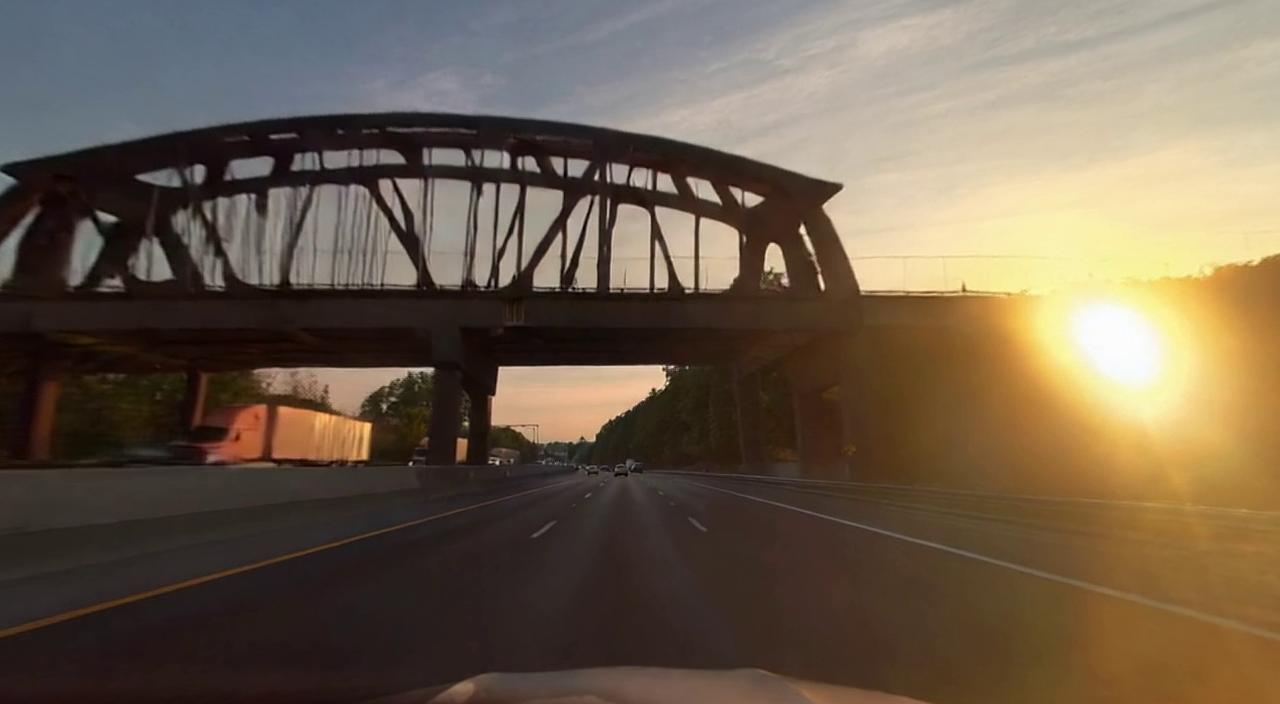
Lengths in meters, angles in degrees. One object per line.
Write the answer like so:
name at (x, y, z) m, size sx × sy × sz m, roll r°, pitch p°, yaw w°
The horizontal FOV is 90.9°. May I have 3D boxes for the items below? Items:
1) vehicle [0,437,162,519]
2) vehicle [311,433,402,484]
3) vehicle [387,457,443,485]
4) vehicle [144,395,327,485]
vehicle at (-12.902, 2.619, 13.261) m, size 1.965 × 1.509 × 4.731 m, roll 1°, pitch -10°, yaw -1°
vehicle at (-16.569, 6.349, 37.366) m, size 2.232 × 2.669 × 6.947 m, roll 1°, pitch -10°, yaw -1°
vehicle at (-12.810, 6.835, 36.176) m, size 1.816 × 1.455 × 3.883 m, roll 1°, pitch -10°, yaw -1°
vehicle at (-20.565, 4.843, 33.196) m, size 2.999 × 3.993 × 10.054 m, roll 1°, pitch -11°, yaw -1°
